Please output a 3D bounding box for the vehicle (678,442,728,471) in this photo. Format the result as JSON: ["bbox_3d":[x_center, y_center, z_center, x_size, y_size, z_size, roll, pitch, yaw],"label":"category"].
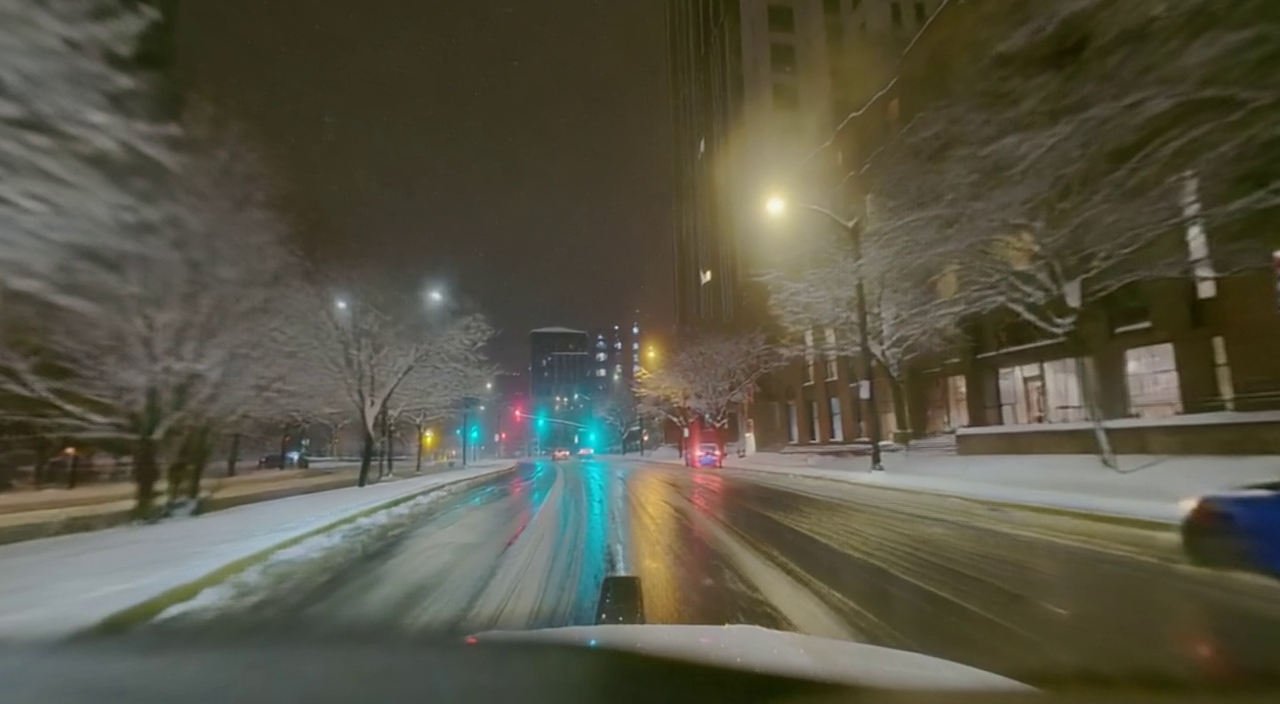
[{"bbox_3d":[3.754,6.330,38.620,2.042,1.635,4.858,1,-8,-7],"label":"vehicle"}]

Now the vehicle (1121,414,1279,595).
[{"bbox_3d":[6.311,1.128,4.288,1.984,1.479,5.102,0,-8,-2],"label":"vehicle"}]
